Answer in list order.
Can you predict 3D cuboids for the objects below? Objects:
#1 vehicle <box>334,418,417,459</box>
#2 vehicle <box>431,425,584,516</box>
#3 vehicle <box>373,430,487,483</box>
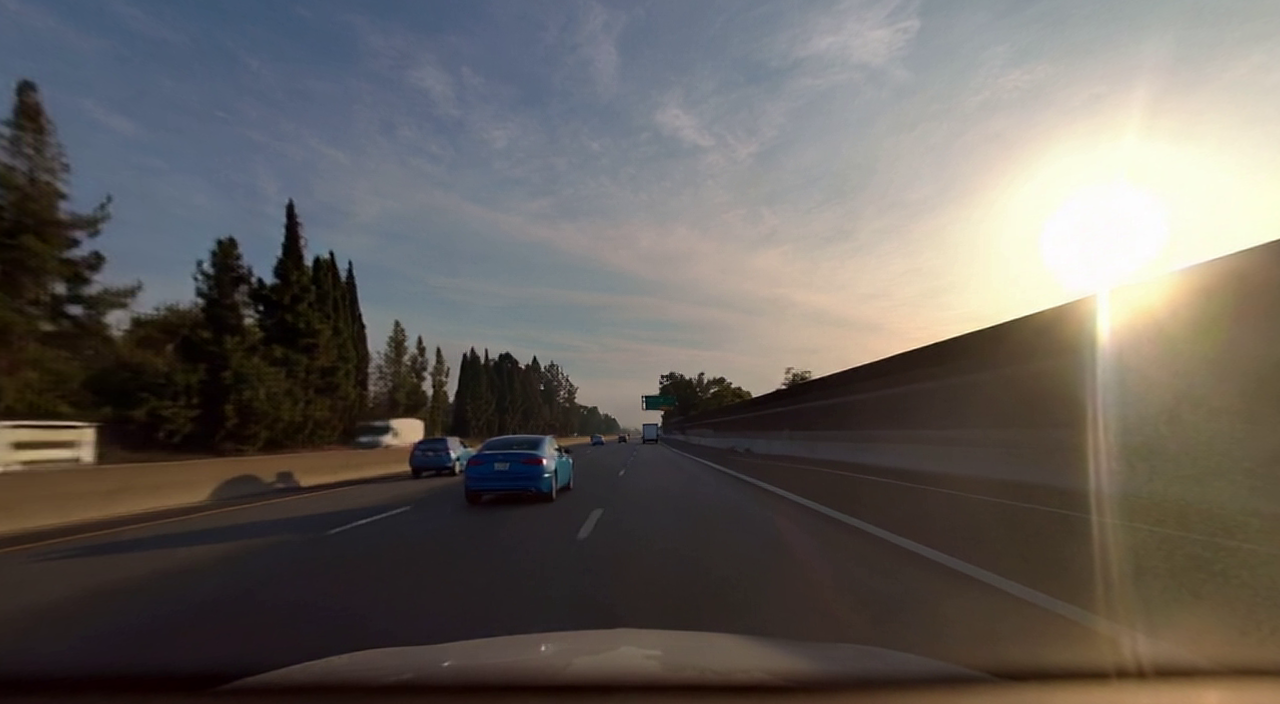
[{"bbox_3d":[-16.025,5.314,38.581,2.313,2.318,6.262,0,-8,1],"label":"vehicle"},{"bbox_3d":[-2.383,2.230,12.423,2.079,1.500,3.881,0,-8,2],"label":"vehicle"},{"bbox_3d":[-6.503,3.274,20.062,2.084,1.494,4.404,0,-8,1],"label":"vehicle"}]
